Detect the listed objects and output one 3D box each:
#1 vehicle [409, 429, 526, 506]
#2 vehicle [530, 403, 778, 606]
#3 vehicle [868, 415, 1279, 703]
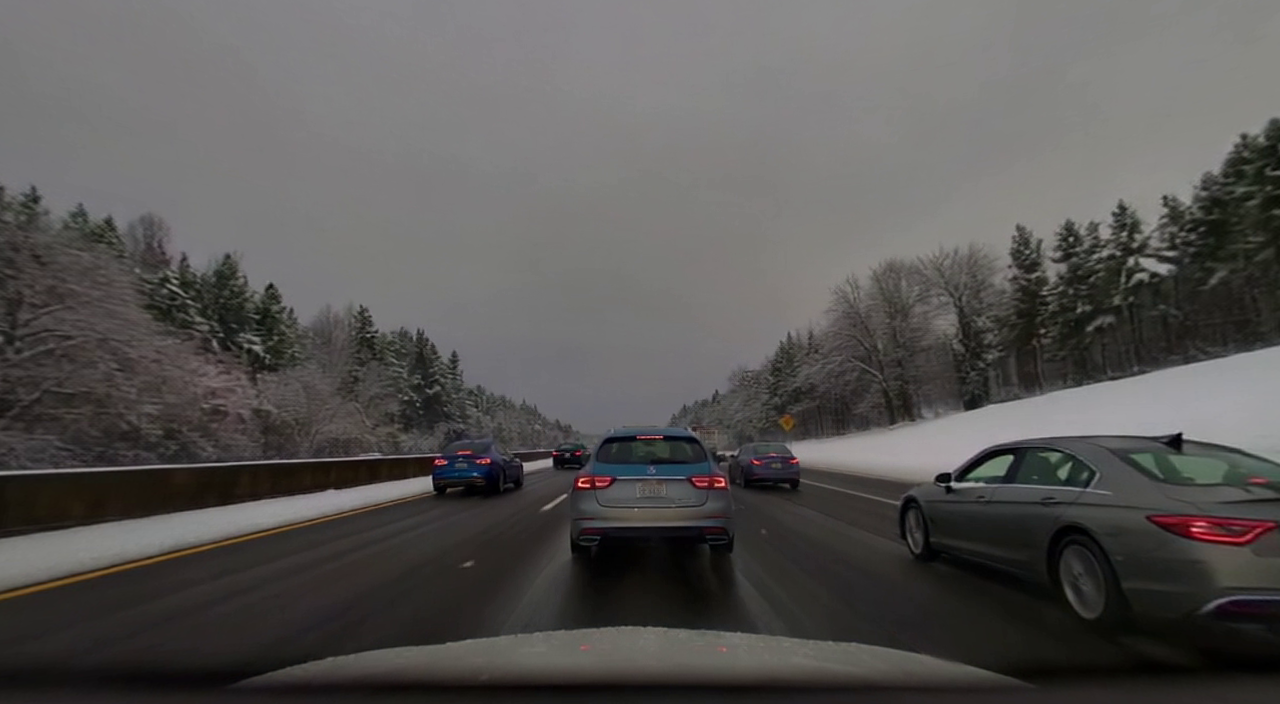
[{"bbox_3d":[-4.245,2.906,16.182,1.890,1.708,3.844,0,-9,0],"label":"vehicle"},{"bbox_3d":[0.079,1.579,7.296,2.093,1.695,3.782,0,-9,-1],"label":"vehicle"},{"bbox_3d":[3.716,1.362,5.170,1.953,1.434,4.511,0,-9,-1],"label":"vehicle"}]
